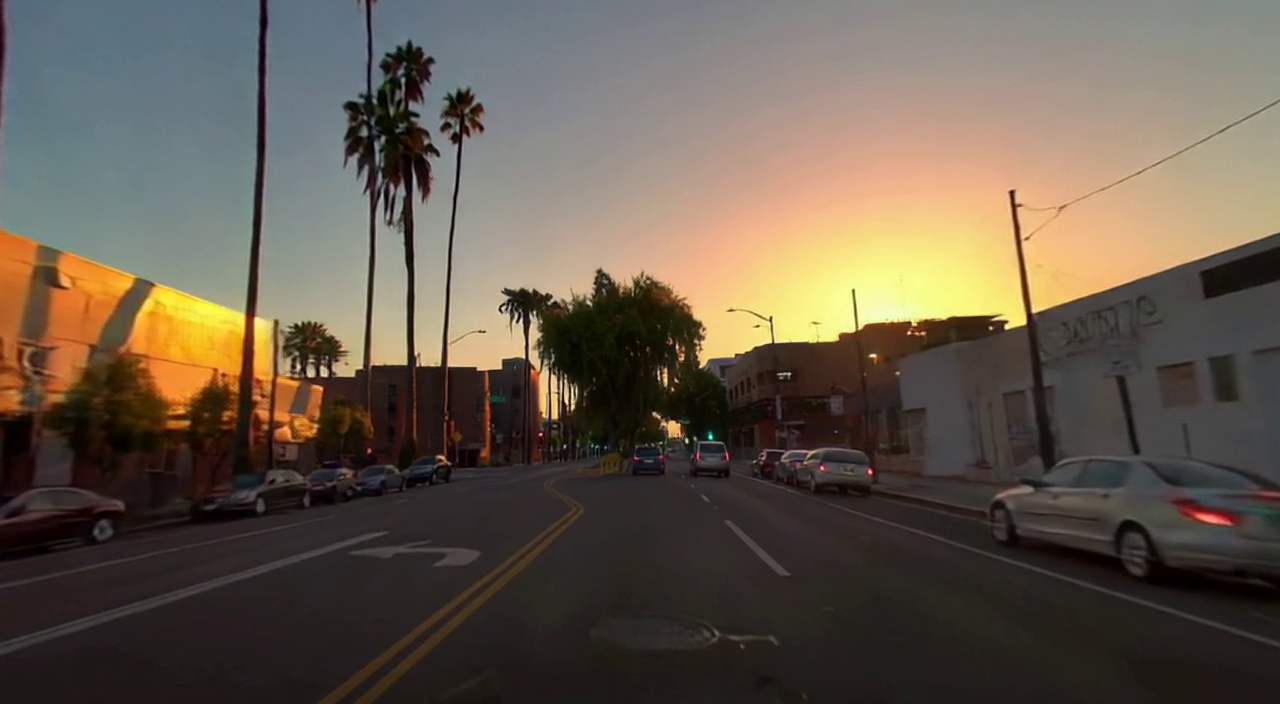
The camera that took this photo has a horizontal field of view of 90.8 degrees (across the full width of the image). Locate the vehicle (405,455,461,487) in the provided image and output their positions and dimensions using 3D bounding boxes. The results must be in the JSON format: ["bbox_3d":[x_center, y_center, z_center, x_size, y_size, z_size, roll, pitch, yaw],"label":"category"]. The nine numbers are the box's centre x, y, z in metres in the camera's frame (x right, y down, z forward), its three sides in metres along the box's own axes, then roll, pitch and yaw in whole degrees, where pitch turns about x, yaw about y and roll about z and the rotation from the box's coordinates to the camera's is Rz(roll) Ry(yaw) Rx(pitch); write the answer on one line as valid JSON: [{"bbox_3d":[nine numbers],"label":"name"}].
[{"bbox_3d":[-12.155,7.050,37.361,1.949,1.682,4.094,-3,-11,0],"label":"vehicle"}]

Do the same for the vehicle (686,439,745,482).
[{"bbox_3d":[3.178,4.661,27.499,2.003,1.702,4.288,0,-8,-1],"label":"vehicle"}]

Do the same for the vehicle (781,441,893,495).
[{"bbox_3d":[6.561,3.894,21.722,2.174,1.643,4.860,0,-8,-1],"label":"vehicle"}]

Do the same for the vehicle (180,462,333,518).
[{"bbox_3d":[-12.246,4.467,20.634,2.188,1.490,4.511,-3,-11,0],"label":"vehicle"}]

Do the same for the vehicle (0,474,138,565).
[{"bbox_3d":[-12.580,3.237,12.304,1.949,1.470,4.532,0,-8,-1],"label":"vehicle"}]

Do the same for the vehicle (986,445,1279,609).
[{"bbox_3d":[6.648,1.918,8.019,1.932,1.464,4.475,0,-8,0],"label":"vehicle"}]

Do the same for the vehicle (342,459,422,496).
[{"bbox_3d":[-12.068,5.921,29.902,1.978,1.501,4.355,-3,-11,-1],"label":"vehicle"}]

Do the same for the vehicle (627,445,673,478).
[{"bbox_3d":[0.457,5.266,30.635,2.088,1.452,3.993,0,-8,0],"label":"vehicle"}]
